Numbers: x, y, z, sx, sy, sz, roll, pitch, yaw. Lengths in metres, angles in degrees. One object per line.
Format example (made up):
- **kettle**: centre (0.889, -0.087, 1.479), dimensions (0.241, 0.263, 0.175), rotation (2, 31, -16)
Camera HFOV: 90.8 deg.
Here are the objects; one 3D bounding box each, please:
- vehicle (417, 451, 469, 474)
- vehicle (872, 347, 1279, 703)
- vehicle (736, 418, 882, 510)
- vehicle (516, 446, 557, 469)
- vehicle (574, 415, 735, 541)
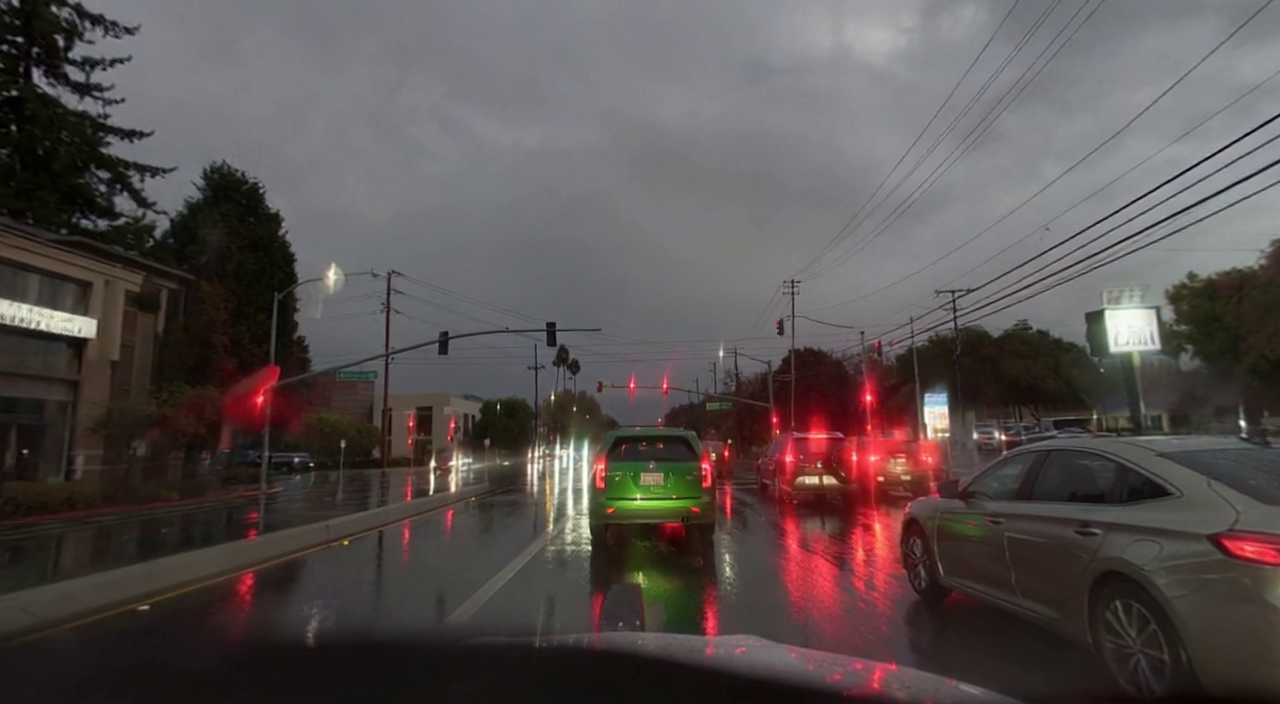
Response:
- **vehicle**: centre (-13.554, 7.576, 43.670), dimensions (2.045, 1.453, 4.624), rotation (0, -9, 1)
- **vehicle**: centre (3.325, 1.081, 4.162), dimensions (1.998, 1.620, 4.267), rotation (0, -9, 1)
- **vehicle**: centre (3.700, 2.575, 14.904), dimensions (2.060, 1.789, 4.712), rotation (0, -9, -1)
- **vehicle**: centre (-7.251, 7.396, 44.498), dimensions (2.057, 1.461, 4.485), rotation (0, -9, 1)
- **vehicle**: centre (0.193, 1.991, 10.537), dimensions (2.149, 1.668, 3.962), rotation (0, -9, 0)
